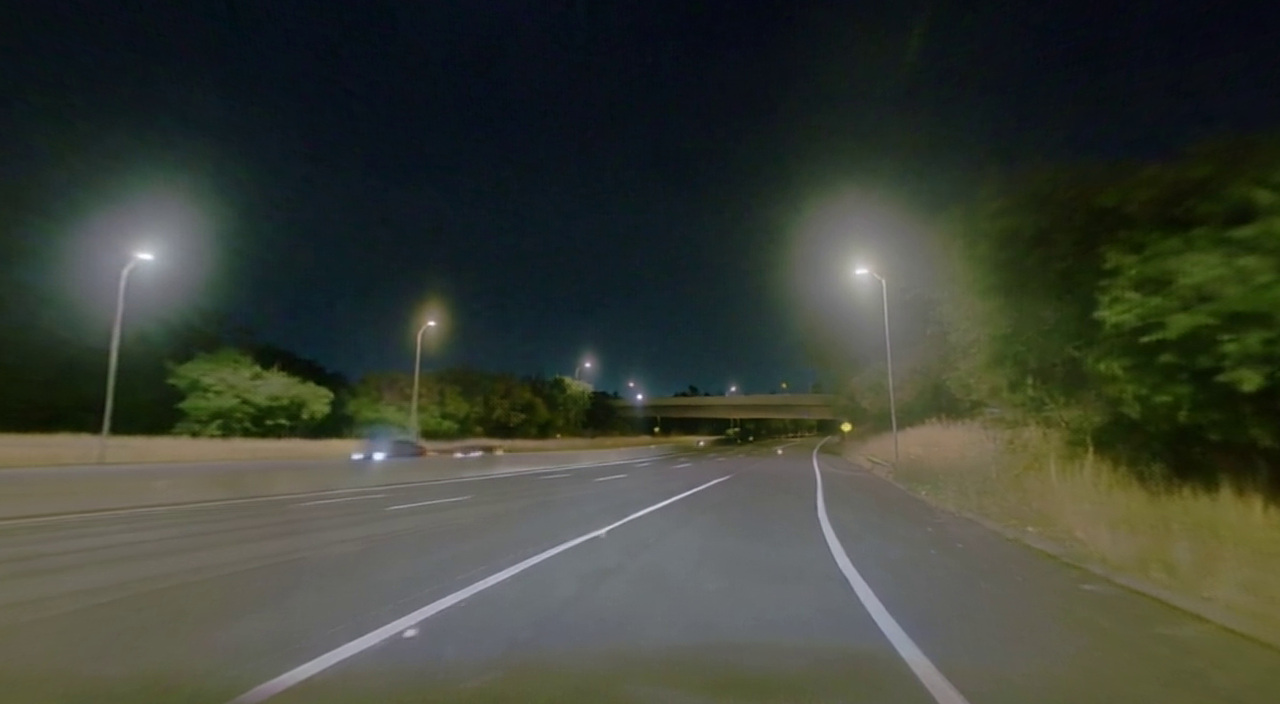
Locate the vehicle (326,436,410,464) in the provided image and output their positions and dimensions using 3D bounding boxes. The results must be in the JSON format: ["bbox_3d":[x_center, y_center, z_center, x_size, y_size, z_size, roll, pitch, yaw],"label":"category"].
[{"bbox_3d":[-15.283,5.530,35.654,1.919,1.484,4.248,-3,-9,19],"label":"vehicle"}]
